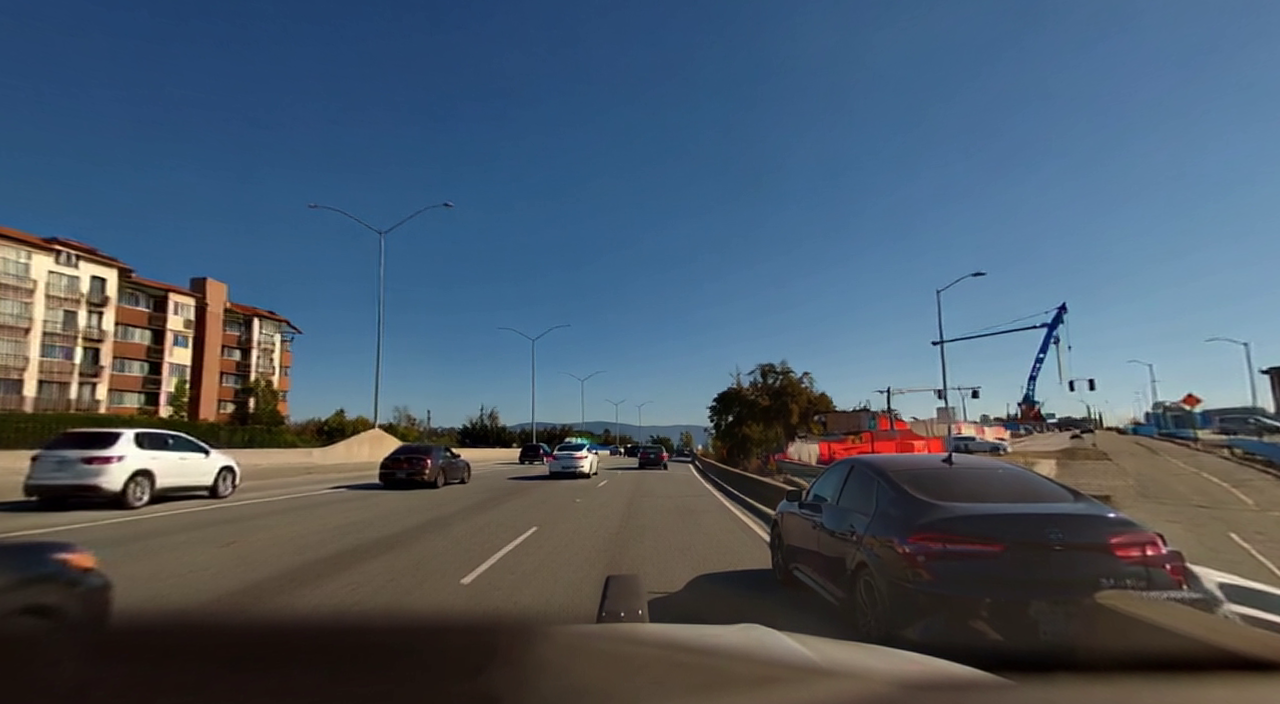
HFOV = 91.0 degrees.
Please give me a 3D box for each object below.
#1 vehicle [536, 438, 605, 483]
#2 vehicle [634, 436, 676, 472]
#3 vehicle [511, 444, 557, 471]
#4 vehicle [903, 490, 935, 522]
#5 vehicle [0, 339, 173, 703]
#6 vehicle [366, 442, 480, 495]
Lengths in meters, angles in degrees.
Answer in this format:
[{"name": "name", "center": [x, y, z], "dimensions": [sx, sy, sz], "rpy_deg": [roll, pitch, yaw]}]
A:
[{"name": "vehicle", "center": [-2.733, 4.434, 26.022], "dimensions": [2.109, 1.657, 4.554], "rpy_deg": [0, -8, 3]}, {"name": "vehicle", "center": [0.801, 5.433, 33.595], "dimensions": [2.116, 1.763, 4.352], "rpy_deg": [0, -8, 1]}, {"name": "vehicle", "center": [-6.332, 6.362, 38.232], "dimensions": [1.931, 1.505, 4.386], "rpy_deg": [0, -8, 1]}, {"name": "vehicle", "center": [21.570, 11.896, 48.787], "dimensions": [1.859, 1.579, 4.190], "rpy_deg": [-6, -3, 20]}, {"name": "vehicle", "center": [-3.665, 0.603, 1.237], "dimensions": [2.045, 1.710, 4.382], "rpy_deg": [0, -8, 1]}, {"name": "vehicle", "center": [-6.771, 3.660, 20.238], "dimensions": [1.959, 1.486, 4.460], "rpy_deg": [0, -8, 2]}]
